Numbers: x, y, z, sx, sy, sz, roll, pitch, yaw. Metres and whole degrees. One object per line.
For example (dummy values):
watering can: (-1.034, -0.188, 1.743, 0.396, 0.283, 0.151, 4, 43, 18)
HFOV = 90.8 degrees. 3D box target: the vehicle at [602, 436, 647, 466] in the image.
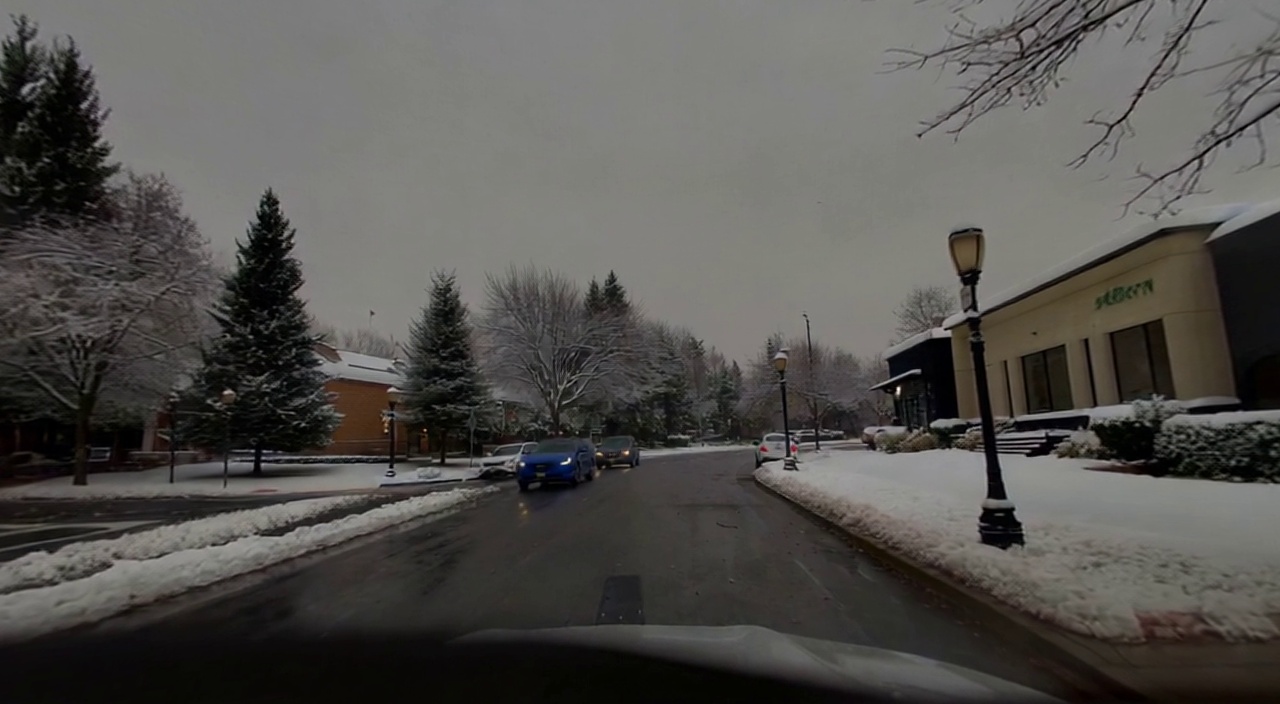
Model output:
vehicle: (-0.854, 5.939, 37.997, 2.110, 1.651, 4.410, -1, -9, 7)

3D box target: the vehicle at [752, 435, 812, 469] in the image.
vehicle: (6.680, 4.744, 30.204, 1.918, 1.461, 4.419, 0, -8, 1)

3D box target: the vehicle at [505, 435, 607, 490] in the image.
vehicle: (-2.491, 3.439, 20.018, 2.056, 1.508, 4.596, -1, -9, 7)
